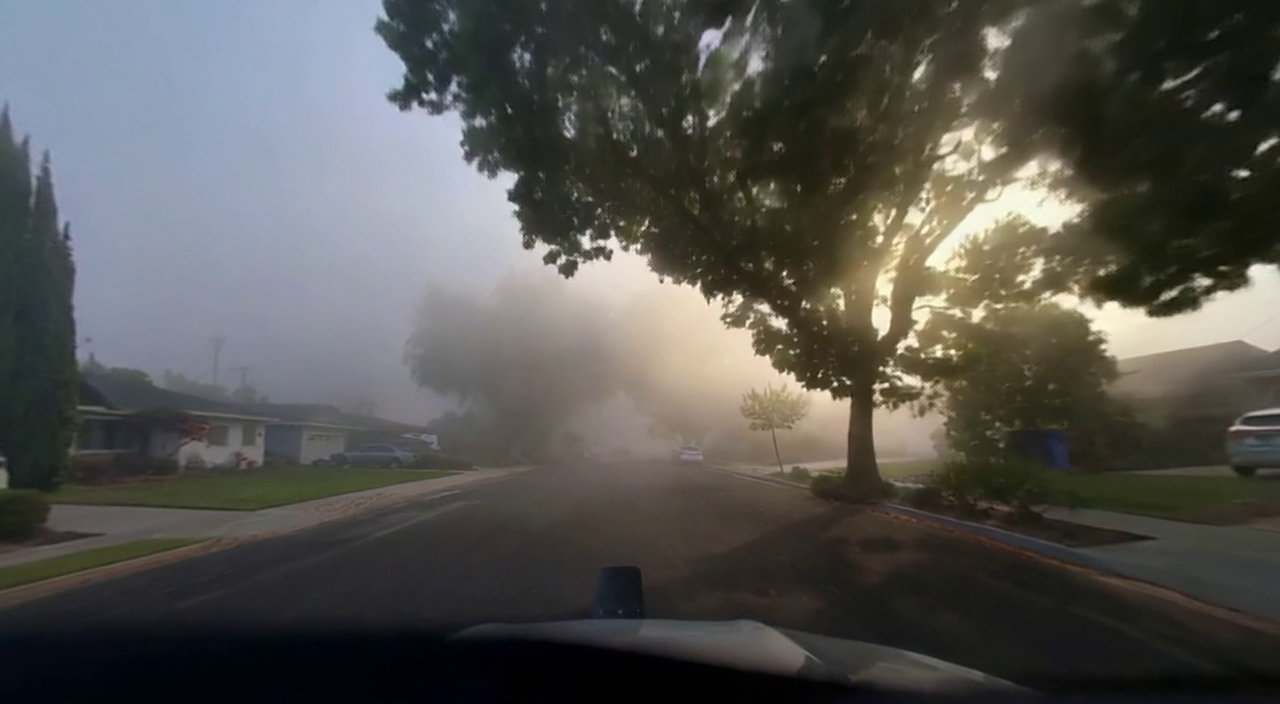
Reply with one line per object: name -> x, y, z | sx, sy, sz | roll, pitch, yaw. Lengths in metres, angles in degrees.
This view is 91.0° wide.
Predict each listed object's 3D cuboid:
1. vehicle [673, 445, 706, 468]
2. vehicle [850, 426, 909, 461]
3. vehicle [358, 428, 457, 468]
vehicle -> 3.420, 7.370, 44.489 | 2.011, 1.521, 4.292 | 0, -9, 0
vehicle -> 14.495, 5.524, 37.925 | 2.222, 1.963, 4.670 | -6, -10, 33
vehicle -> -17.419, 7.210, 47.341 | 6.381, 2.645, 2.703 | -3, -9, 9
